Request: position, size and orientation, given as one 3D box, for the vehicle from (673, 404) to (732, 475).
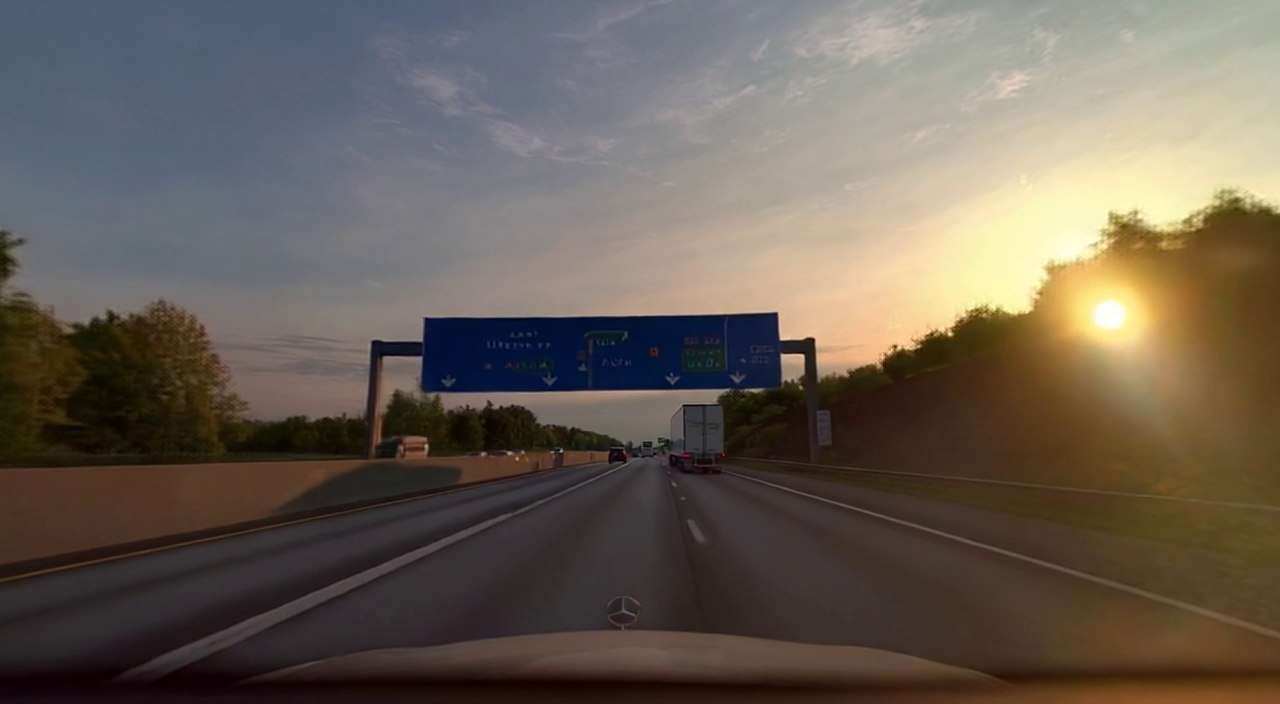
[{"bbox_3d":[3.953,6.192,43.531,2.901,4.032,14.338,0,-9,1],"label":"vehicle"}]
